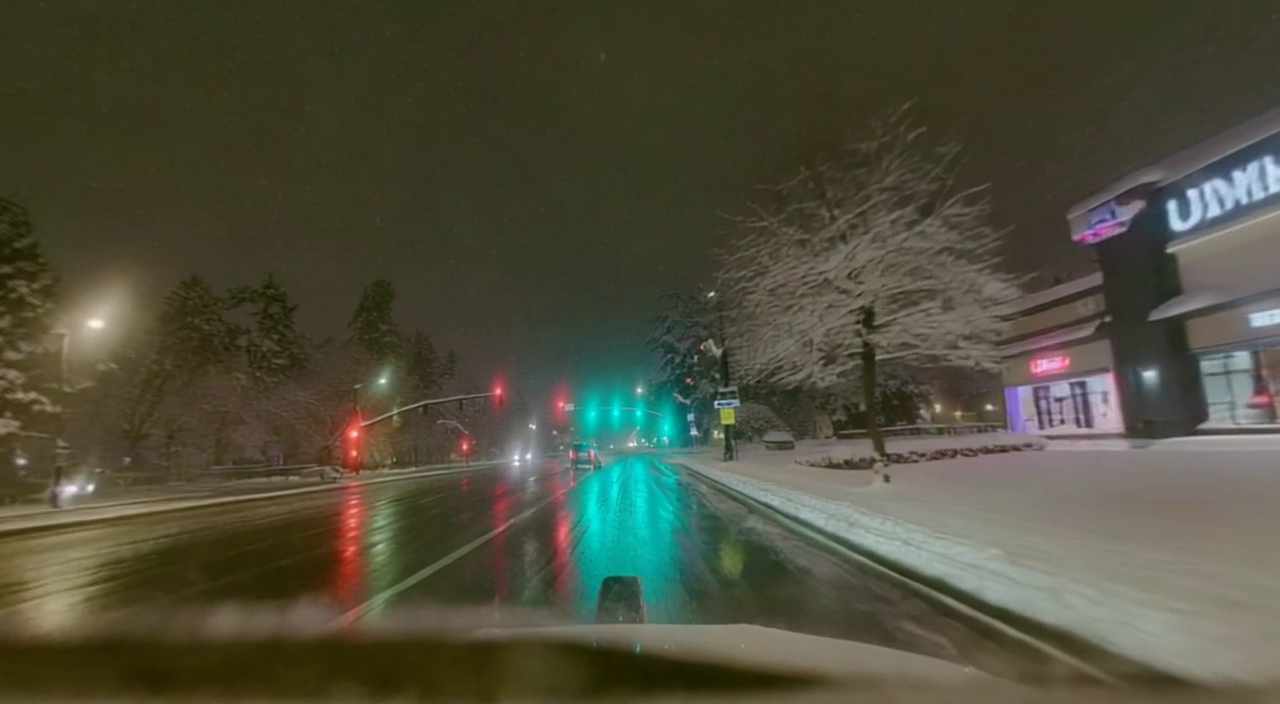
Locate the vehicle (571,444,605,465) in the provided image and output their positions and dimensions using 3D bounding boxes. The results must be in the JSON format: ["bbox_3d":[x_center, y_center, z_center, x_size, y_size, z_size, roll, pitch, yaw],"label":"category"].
[{"bbox_3d":[-3.700,7.392,45.733,2.054,1.449,4.772,0,-8,1],"label":"vehicle"}]
